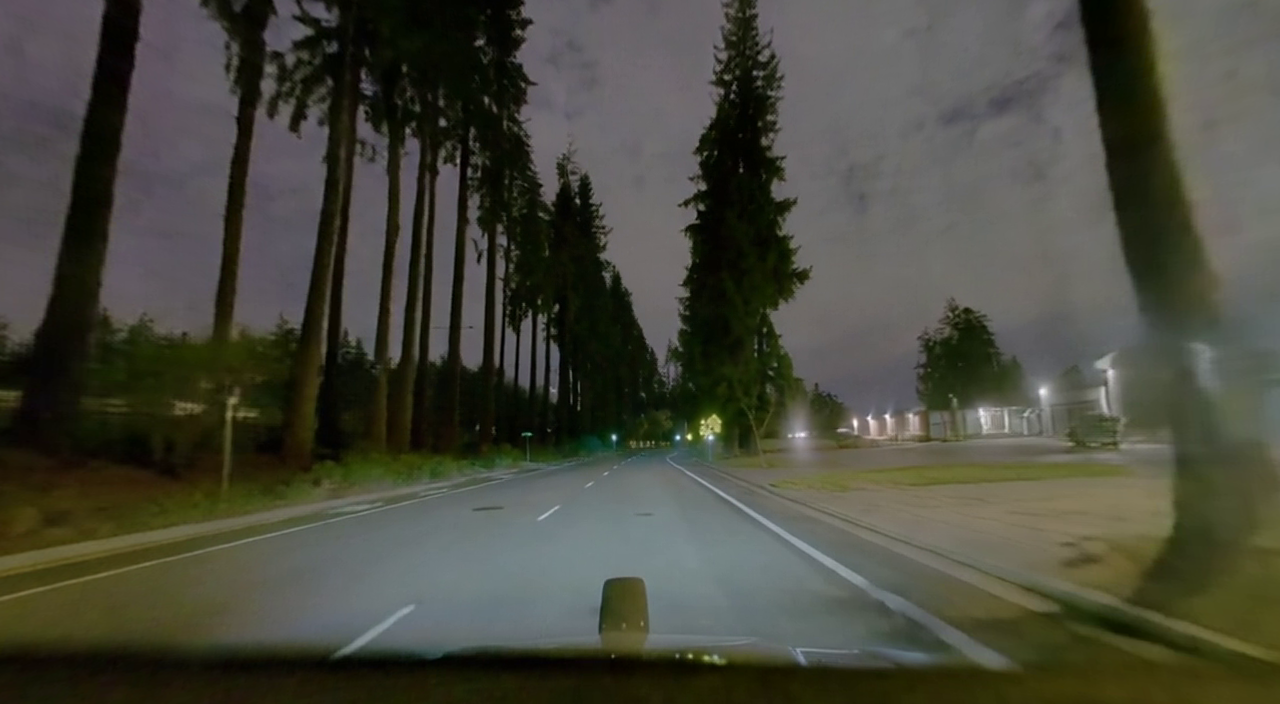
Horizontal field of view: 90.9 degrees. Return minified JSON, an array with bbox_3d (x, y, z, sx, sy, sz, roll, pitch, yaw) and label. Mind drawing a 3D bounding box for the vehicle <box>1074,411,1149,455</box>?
[{"bbox_3d":[21.858,3.803,29.399,1.889,1.853,4.207,-4,-9,25],"label":"vehicle"}]
